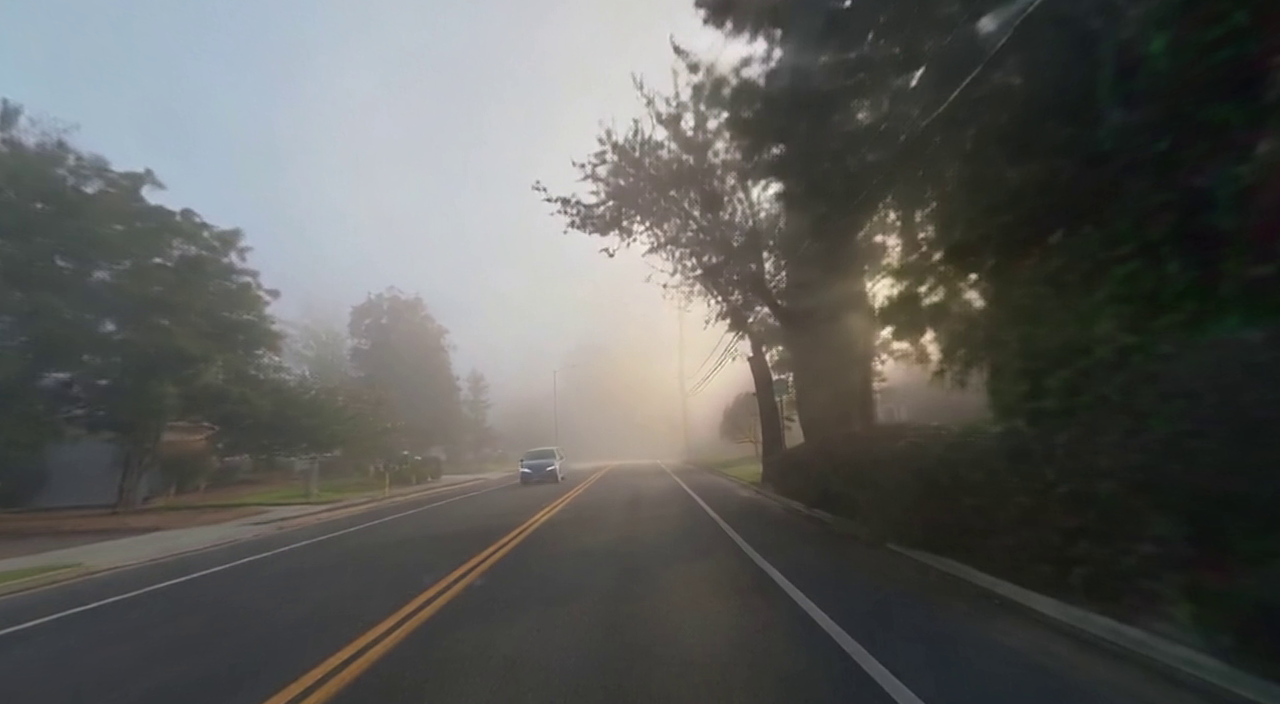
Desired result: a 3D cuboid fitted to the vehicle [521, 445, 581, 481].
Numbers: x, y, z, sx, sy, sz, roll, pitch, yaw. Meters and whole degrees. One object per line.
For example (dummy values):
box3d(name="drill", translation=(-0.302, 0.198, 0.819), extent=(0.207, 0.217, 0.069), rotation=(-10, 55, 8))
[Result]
box3d(name="vehicle", translation=(-3.963, 5.003, 28.866), extent=(2.033, 1.502, 4.240), rotation=(-1, -8, 1))
